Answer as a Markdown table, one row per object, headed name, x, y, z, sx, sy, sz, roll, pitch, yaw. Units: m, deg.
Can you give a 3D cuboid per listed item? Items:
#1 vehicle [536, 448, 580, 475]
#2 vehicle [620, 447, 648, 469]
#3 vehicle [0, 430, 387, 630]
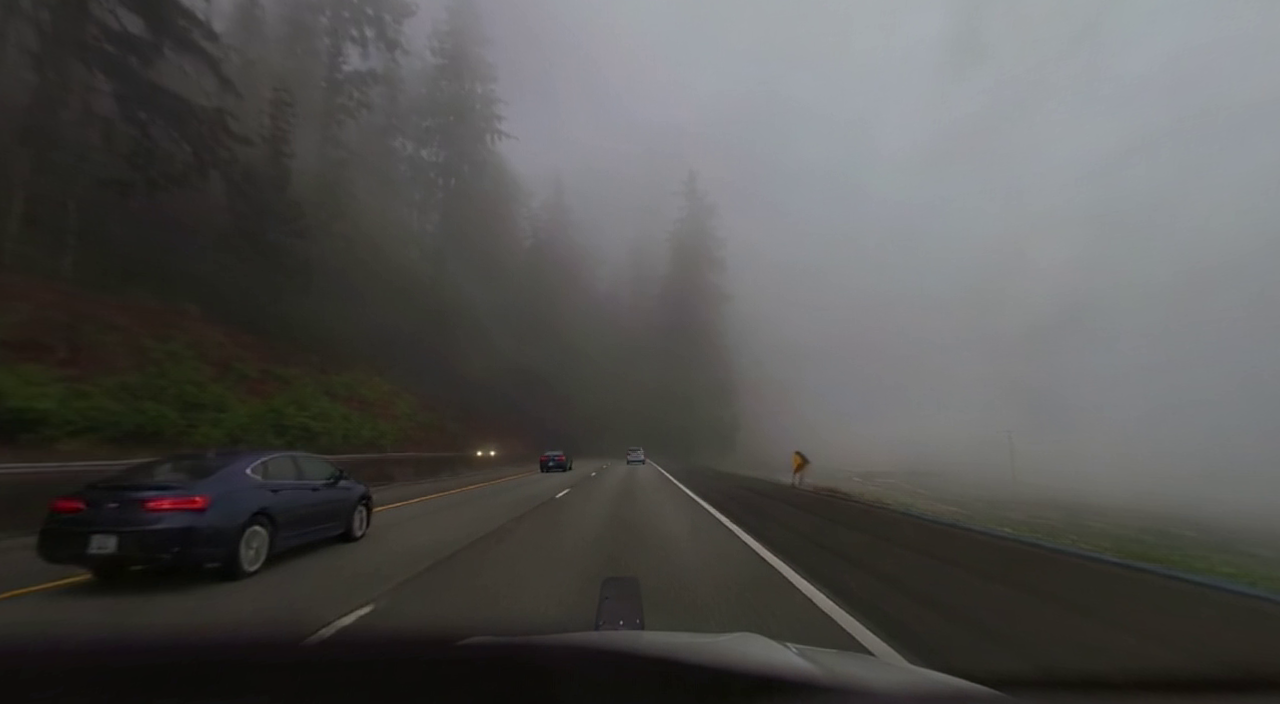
| name | x | y | z | sx | sy | sz | roll | pitch | yaw |
| --- | --- | --- | --- | --- | --- | --- | --- | --- | --- |
| vehicle | -4.738 | 6.375 | 37.024 | 2.052 | 1.468 | 4.390 | 0 | -9 | -1 |
| vehicle | -0.510 | 8.261 | 49.304 | 2.070 | 1.603 | 4.806 | 0 | -9 | -2 |
| vehicle | -4.637 | 1.688 | 7.044 | 1.838 | 1.508 | 4.317 | 0 | -9 | 0 |
